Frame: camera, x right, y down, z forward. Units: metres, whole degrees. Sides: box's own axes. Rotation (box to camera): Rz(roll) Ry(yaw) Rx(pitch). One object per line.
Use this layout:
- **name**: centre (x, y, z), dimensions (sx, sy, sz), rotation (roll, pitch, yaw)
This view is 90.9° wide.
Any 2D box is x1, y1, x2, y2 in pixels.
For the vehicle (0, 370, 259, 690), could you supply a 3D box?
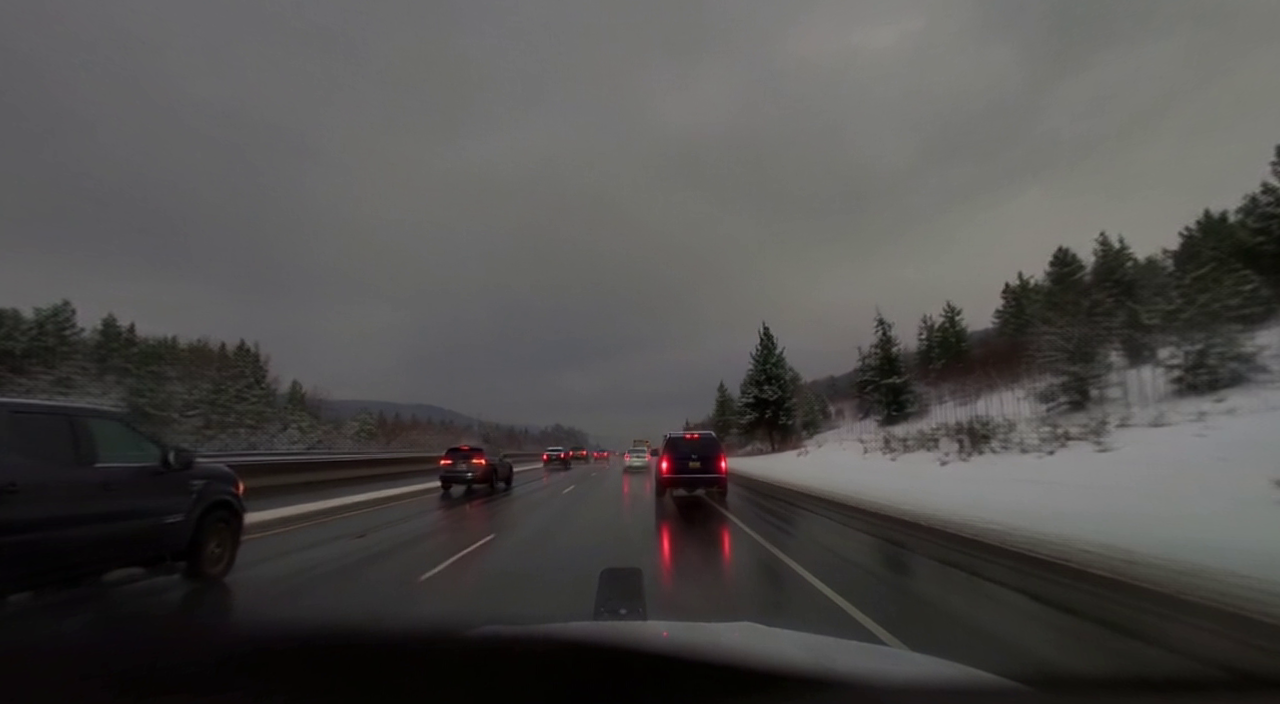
- **vehicle**: centre (-4.335, 0.939, 3.357), dimensions (2.034, 1.642, 3.969), rotation (0, -9, 1)

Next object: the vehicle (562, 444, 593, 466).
- **vehicle**: centre (-4.526, 7.524, 46.152), dimensions (1.855, 1.527, 4.209), rotation (0, -9, 0)

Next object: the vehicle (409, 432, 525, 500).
- **vehicle**: centre (-4.684, 3.148, 17.769), dimensions (1.934, 1.642, 4.201), rotation (0, -9, 2)

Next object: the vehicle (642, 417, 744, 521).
- **vehicle**: centre (0.987, 2.473, 13.738), dimensions (1.825, 1.920, 3.960), rotation (0, -9, 0)

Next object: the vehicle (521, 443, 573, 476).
- **vehicle**: centre (-4.450, 5.191, 30.680), dimensions (1.867, 1.489, 3.829), rotation (0, -9, 1)
